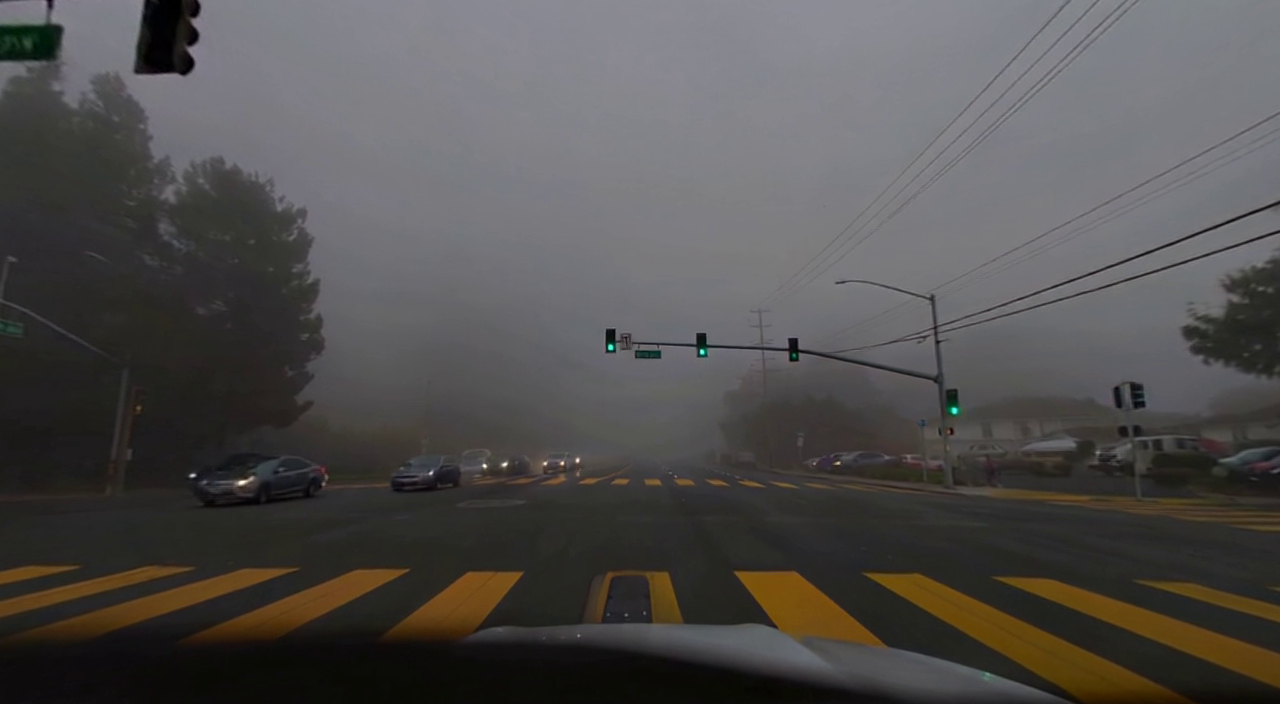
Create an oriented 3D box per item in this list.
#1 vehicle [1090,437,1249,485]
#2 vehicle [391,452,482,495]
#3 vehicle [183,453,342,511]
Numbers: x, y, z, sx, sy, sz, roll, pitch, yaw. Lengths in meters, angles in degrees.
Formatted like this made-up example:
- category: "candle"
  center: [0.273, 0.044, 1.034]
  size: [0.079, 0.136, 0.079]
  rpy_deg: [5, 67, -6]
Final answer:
- category: "vehicle"
  center: [25.392, 5.211, 30.567]
  size: [2.177, 2.086, 5.514]
  rpy_deg: [2, -9, -14]
- category: "vehicle"
  center: [-7.689, 4.627, 24.331]
  size: [1.958, 1.415, 4.312]
  rpy_deg: [0, -8, 2]
- category: "vehicle"
  center: [-10.942, 3.764, 18.707]
  size: [2.007, 1.451, 4.242]
  rpy_deg: [0, -8, 1]
